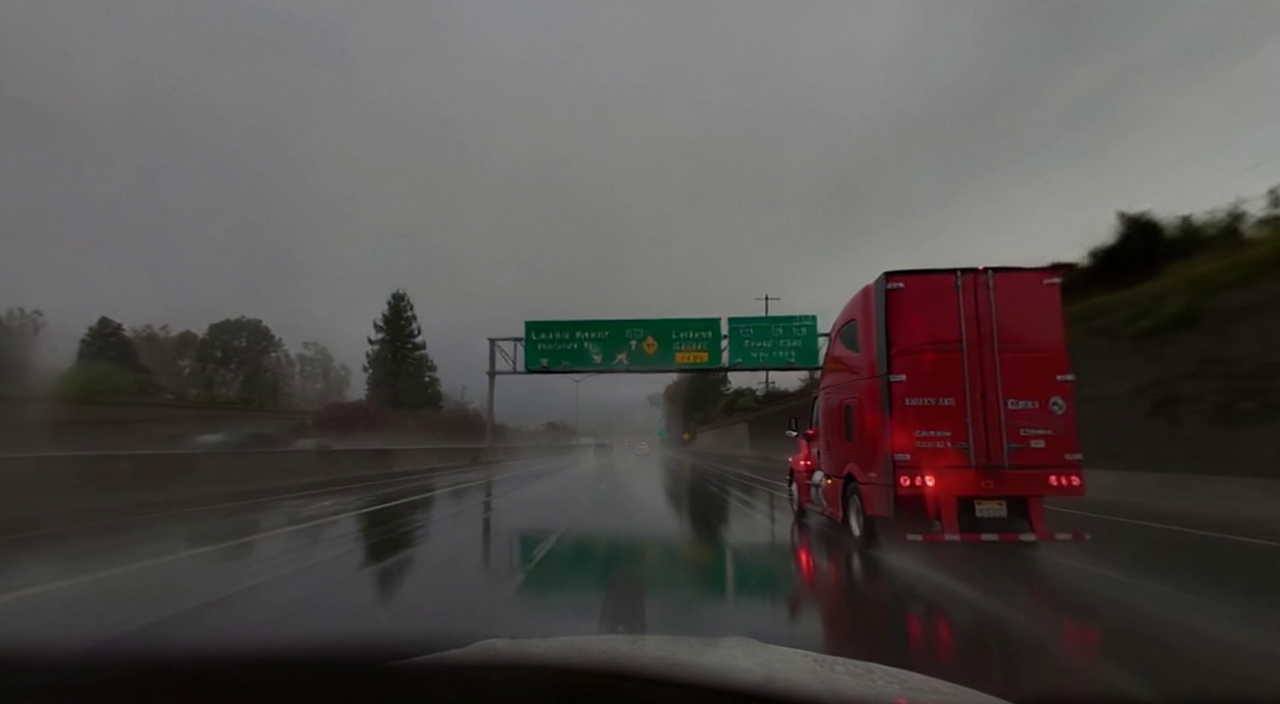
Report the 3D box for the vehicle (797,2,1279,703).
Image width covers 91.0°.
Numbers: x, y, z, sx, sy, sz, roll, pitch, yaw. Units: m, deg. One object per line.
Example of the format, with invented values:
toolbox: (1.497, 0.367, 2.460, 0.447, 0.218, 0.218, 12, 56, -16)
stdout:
vehicle: (4.074, 0.407, 7.104, 3.042, 4.037, 7.253, 0, -9, 3)
